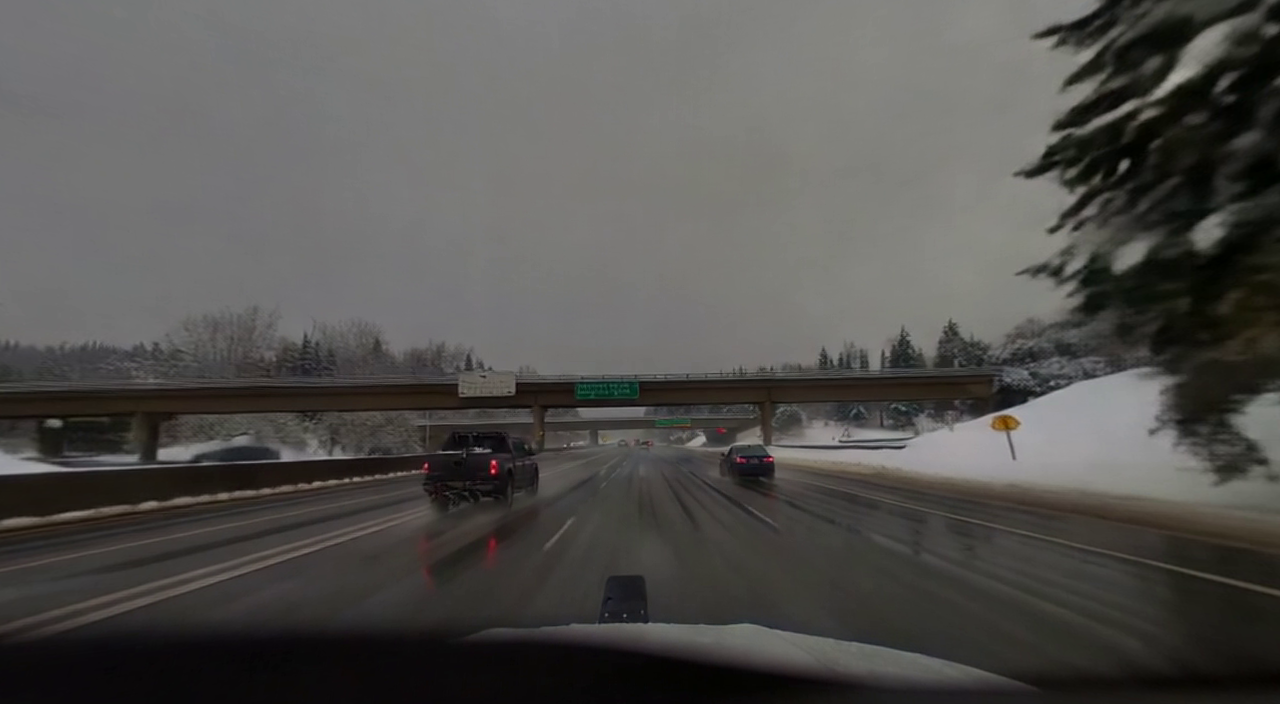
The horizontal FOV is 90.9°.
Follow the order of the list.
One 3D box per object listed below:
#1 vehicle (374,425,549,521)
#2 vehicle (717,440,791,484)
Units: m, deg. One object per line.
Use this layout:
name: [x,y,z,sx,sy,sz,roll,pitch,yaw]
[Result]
vehicle: [-3.559,2.537,13.816,2.259,1.706,4.924,0,-8,2]
vehicle: [4.168,4.068,23.701,1.908,1.483,4.259,0,-8,-1]
